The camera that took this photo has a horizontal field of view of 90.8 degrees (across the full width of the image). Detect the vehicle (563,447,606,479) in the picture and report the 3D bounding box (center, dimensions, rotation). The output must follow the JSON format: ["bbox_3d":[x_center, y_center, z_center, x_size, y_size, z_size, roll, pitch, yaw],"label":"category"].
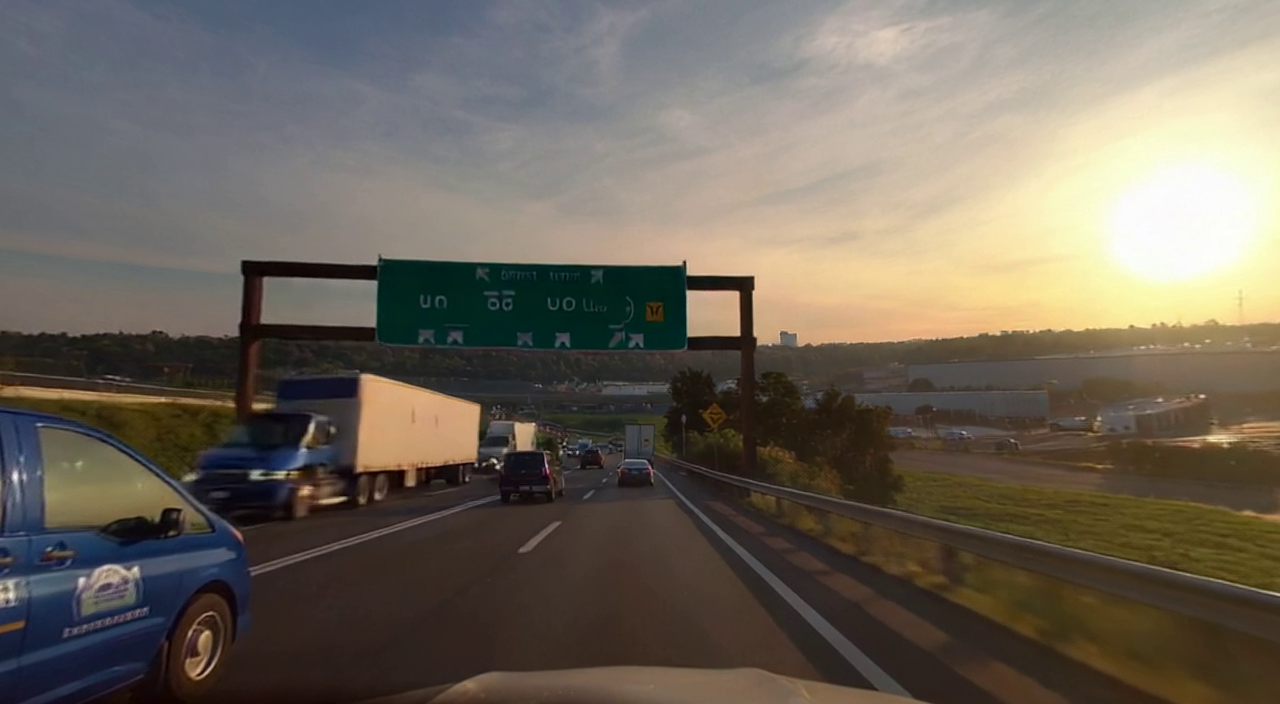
[{"bbox_3d":[-3.023,6.170,35.243,1.994,1.663,4.047,0,-9,1],"label":"vehicle"}]

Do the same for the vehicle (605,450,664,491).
[{"bbox_3d":[-0.195,4.488,24.241,2.095,1.393,3.908,0,-9,0],"label":"vehicle"}]

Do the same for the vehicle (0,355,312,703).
[{"bbox_3d":[-3.107,0.789,1.521,2.117,1.688,4.582,0,-9,1],"label":"vehicle"}]

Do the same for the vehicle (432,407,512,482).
[{"bbox_3d":[-9.679,5.451,37.075,3.024,4.011,5.853,0,-9,0],"label":"vehicle"}]

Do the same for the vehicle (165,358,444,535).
[{"bbox_3d":[-6.888,2.117,14.376,2.633,3.064,6.542,-1,-8,1],"label":"vehicle"}]

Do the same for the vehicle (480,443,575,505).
[{"bbox_3d":[-3.151,3.501,18.559,1.937,1.600,4.141,0,-9,1],"label":"vehicle"}]
